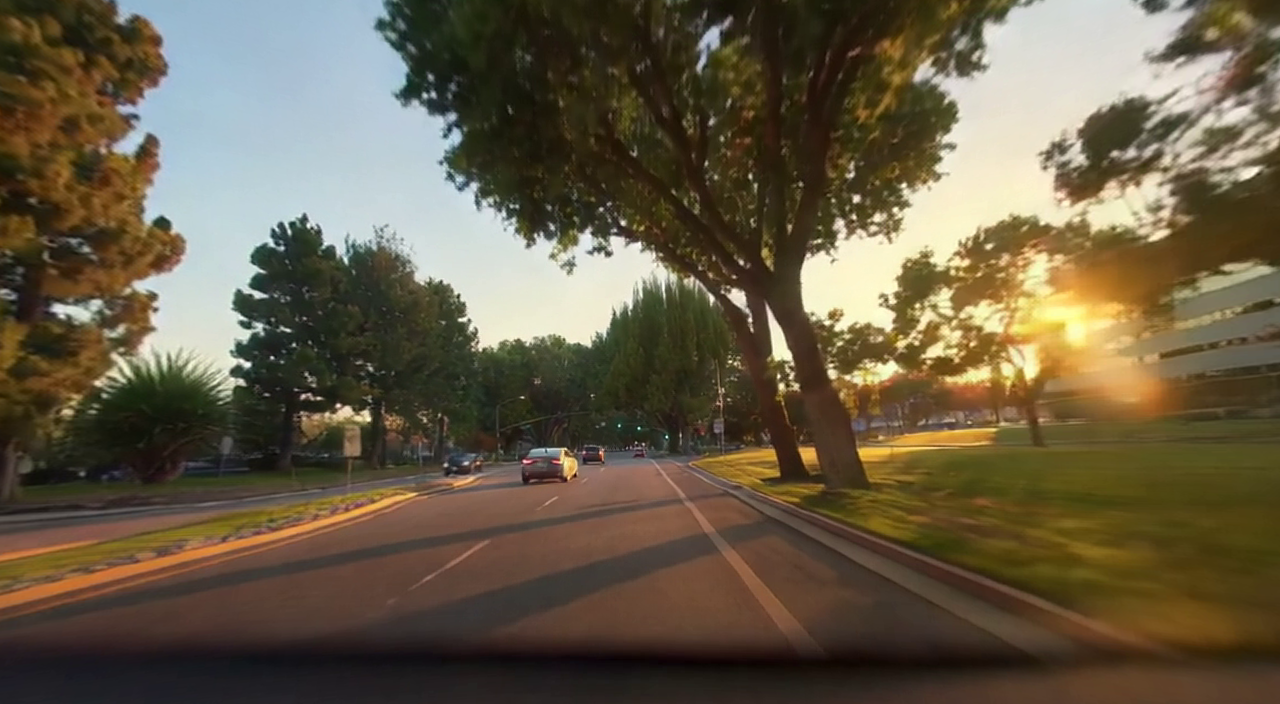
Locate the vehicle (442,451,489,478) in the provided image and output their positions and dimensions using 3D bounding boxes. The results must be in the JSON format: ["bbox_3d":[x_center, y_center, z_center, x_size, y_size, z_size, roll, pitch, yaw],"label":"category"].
[{"bbox_3d":[-11.917,7.684,43.393,1.988,1.660,4.317,0,-8,0],"label":"vehicle"}]

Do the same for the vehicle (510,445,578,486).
[{"bbox_3d":[-3.592,4.297,24.331,1.932,1.431,4.144,0,-8,1],"label":"vehicle"}]
